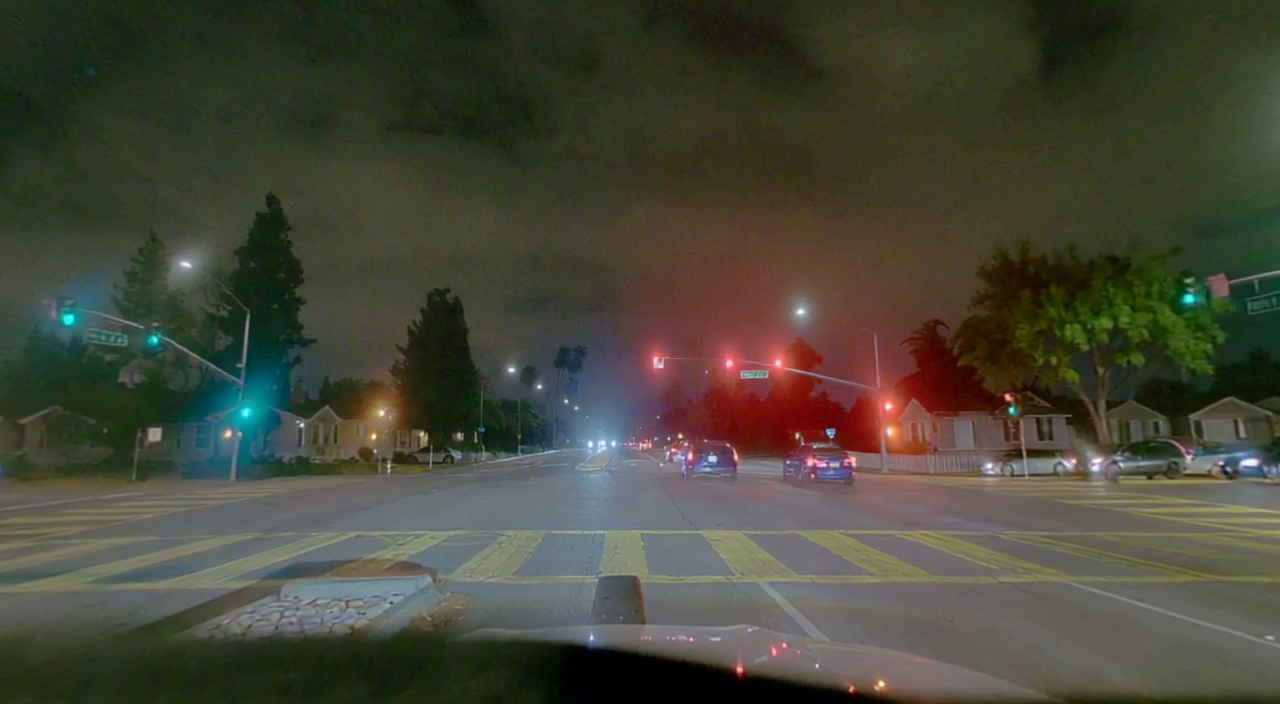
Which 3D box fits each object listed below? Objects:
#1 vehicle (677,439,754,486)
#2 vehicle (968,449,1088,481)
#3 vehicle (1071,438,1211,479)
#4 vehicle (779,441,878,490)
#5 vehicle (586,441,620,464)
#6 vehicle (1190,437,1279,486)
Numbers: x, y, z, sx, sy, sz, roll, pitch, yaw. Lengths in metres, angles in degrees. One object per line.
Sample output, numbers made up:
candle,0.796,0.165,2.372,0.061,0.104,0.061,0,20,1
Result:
vehicle,2.536,3.851,22.404,2.079,1.473,4.748,0,-9,-1
vehicle,19.714,5.750,32.243,4.874,1.544,1.779,0,-9,1
vehicle,23.479,4.987,29.758,4.807,1.835,2.033,0,-9,-1
vehicle,6.269,3.807,21.579,1.908,1.450,4.564,0,-9,-1
vehicle,-2.423,6.711,42.285,2.045,1.484,3.991,0,-9,0
vehicle,23.613,4.039,23.479,4.417,1.725,1.969,0,-9,-1
